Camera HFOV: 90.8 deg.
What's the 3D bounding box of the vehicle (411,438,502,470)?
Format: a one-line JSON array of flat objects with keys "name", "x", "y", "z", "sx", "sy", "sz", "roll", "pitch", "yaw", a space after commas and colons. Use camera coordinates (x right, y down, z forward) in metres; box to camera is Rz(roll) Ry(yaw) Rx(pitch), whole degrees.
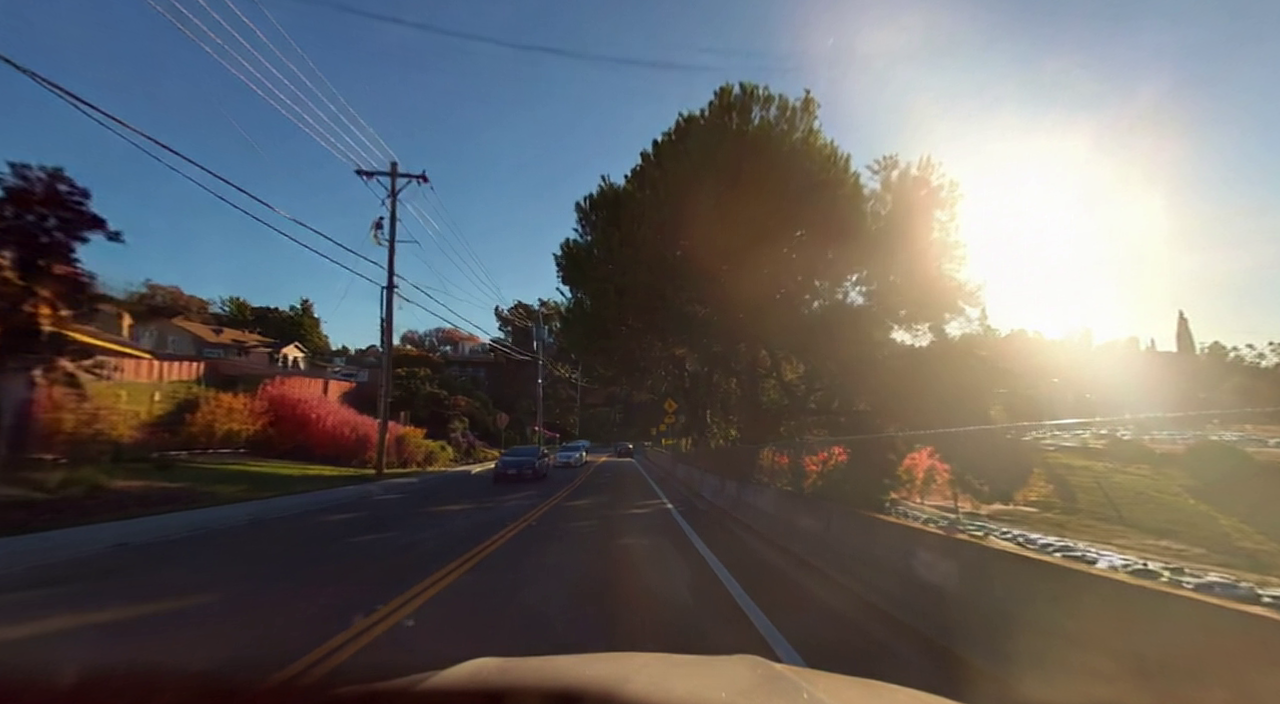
[{"name": "vehicle", "x": -10.294, "y": 5.750, "z": 35.706, "sx": 4.500, "sy": 1.674, "sz": 1.915, "roll": 8, "pitch": -12, "yaw": -42}]
